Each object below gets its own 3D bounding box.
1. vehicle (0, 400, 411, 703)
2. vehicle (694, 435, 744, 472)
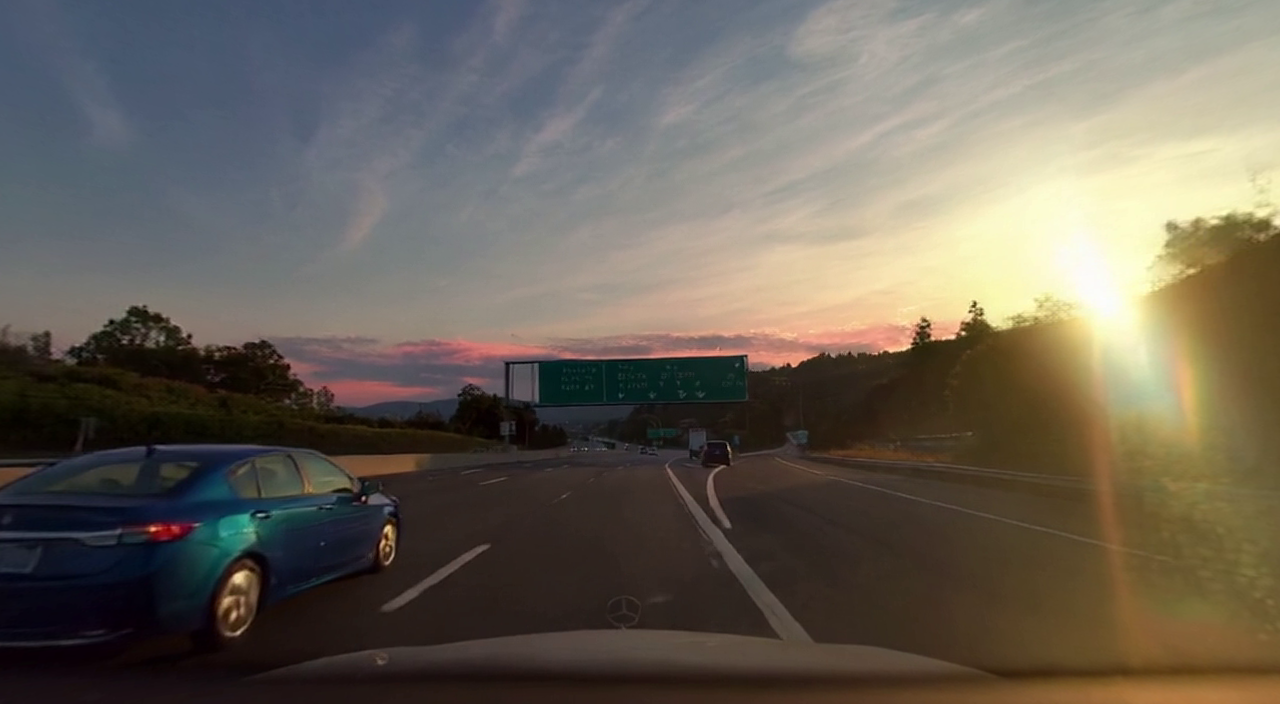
[{"bbox_3d":[-3.511,1.268,4.624,1.937,1.490,4.372,0,-9,1],"label":"vehicle"},{"bbox_3d":[4.150,5.409,33.673,2.225,1.833,4.340,-1,-9,2],"label":"vehicle"}]
